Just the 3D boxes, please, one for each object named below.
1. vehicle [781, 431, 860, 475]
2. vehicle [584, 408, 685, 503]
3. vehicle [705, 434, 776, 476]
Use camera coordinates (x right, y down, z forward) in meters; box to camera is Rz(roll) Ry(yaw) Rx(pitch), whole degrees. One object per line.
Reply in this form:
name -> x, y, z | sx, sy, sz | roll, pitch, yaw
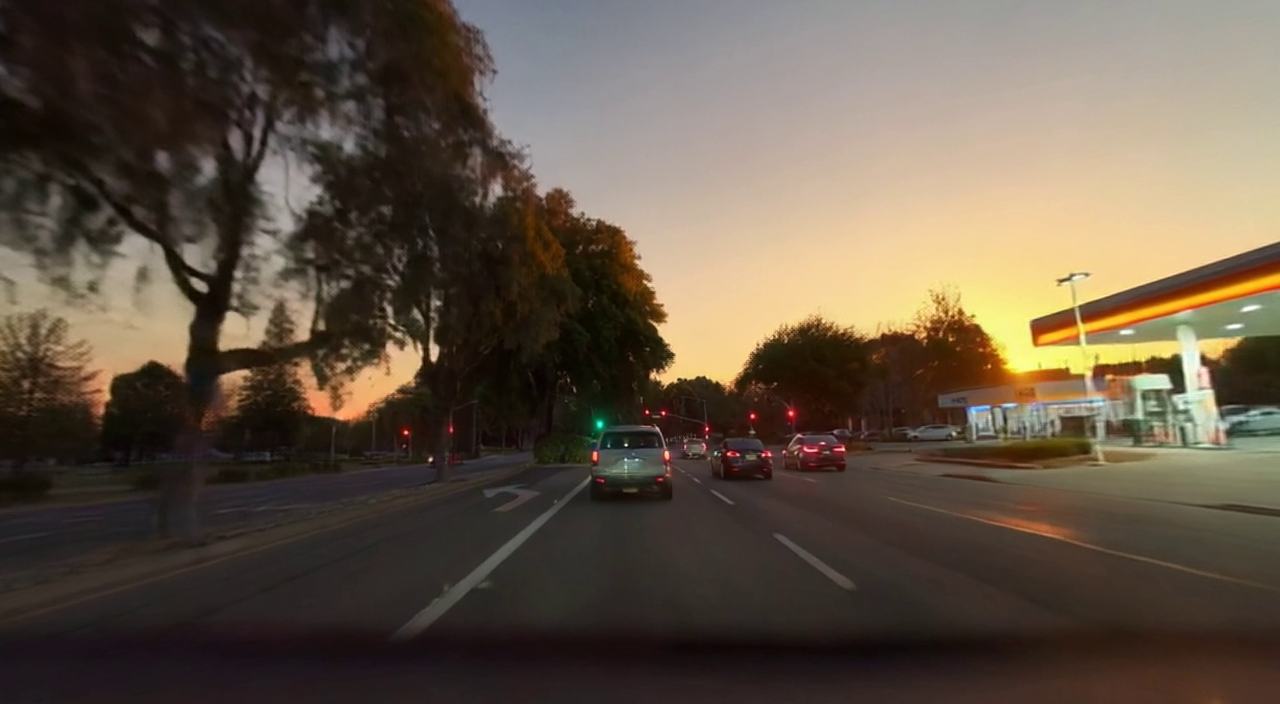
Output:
vehicle -> 7.036, 3.973, 25.084 | 1.793, 1.585, 4.130 | 0, -8, -1
vehicle -> -0.126, 2.445, 15.226 | 2.038, 1.917, 4.900 | 0, -8, 0
vehicle -> 3.783, 3.969, 24.550 | 1.940, 1.474, 4.234 | 0, -8, -2
